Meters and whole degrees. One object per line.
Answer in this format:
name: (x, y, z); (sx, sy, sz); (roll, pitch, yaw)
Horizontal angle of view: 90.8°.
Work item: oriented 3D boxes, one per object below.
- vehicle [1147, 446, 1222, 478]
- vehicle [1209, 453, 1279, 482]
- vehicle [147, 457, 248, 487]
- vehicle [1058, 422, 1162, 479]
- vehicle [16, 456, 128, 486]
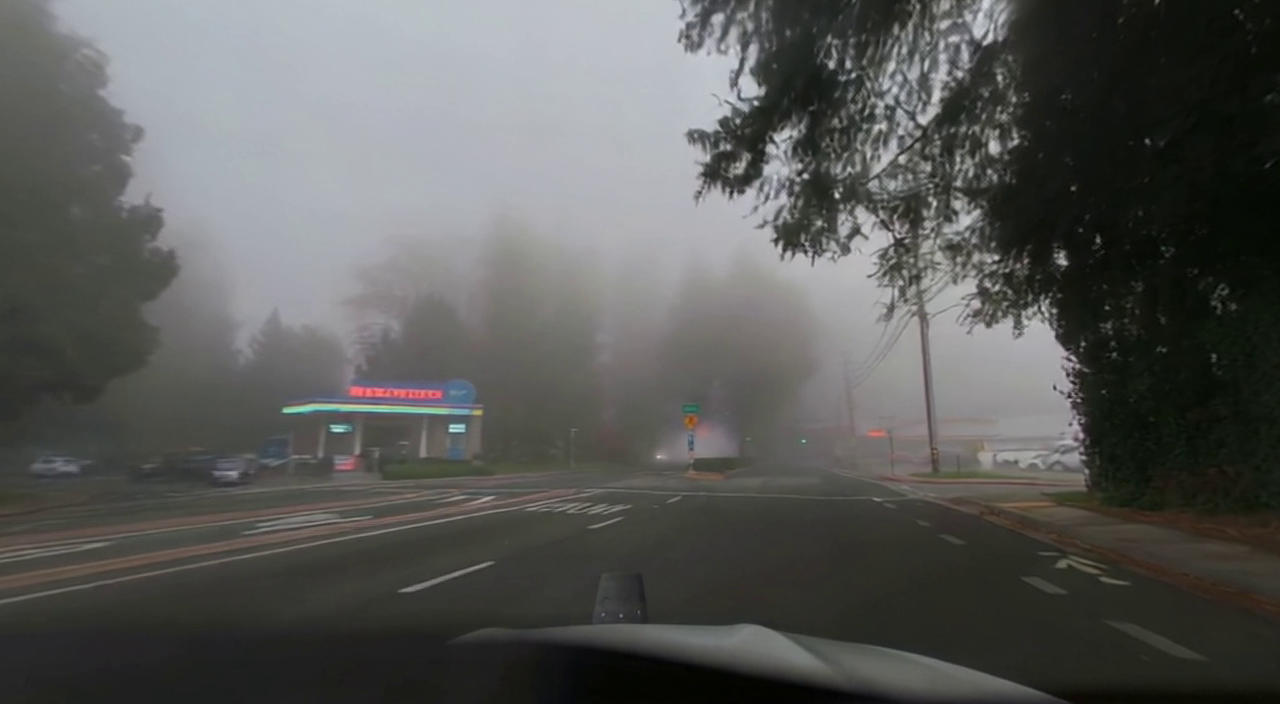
vehicle: (37.461, 7.621, 43.604); (2.140, 1.823, 4.721); (2, -12, 17)
vehicle: (34.288, 6.384, 35.211); (2.113, 1.461, 3.997); (-2, -8, 14)
vehicle: (-24.658, 6.649, 35.245); (4.353, 1.486, 1.991); (-1, -8, 10)
vehicle: (26.690, 5.605, 36.218); (2.642, 2.930, 5.826); (-2, -8, 15)
vehicle: (-32.655, 6.823, 36.379); (4.538, 1.545, 2.021); (0, -8, 2)
